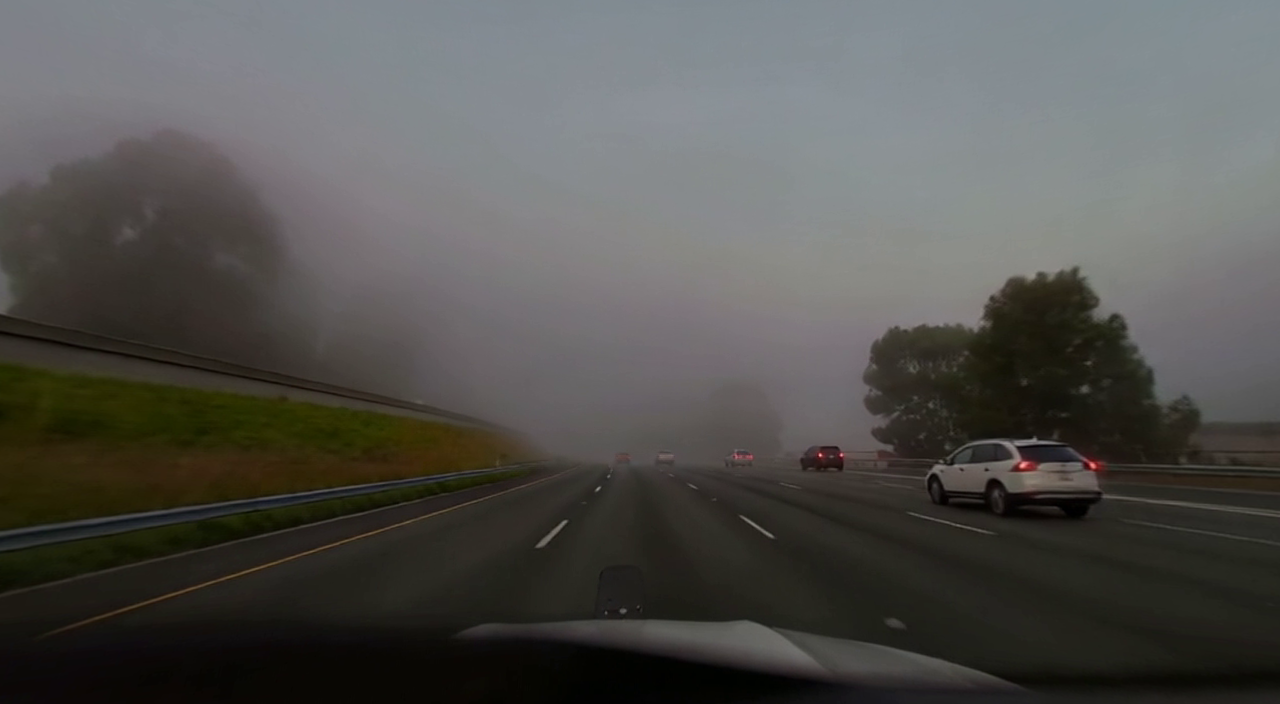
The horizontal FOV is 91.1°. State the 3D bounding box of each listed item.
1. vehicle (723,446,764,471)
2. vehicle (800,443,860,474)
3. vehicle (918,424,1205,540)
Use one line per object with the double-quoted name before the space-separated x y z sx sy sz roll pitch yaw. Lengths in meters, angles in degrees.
"vehicle" 6.656 6.853 40.648 1.940 1.482 3.644 1 -8 -2
"vehicle" 10.610 5.947 35.366 1.986 1.644 4.126 1 -8 -2
"vehicle" 7.328 2.283 11.738 2.048 1.697 4.689 0 -8 -1
